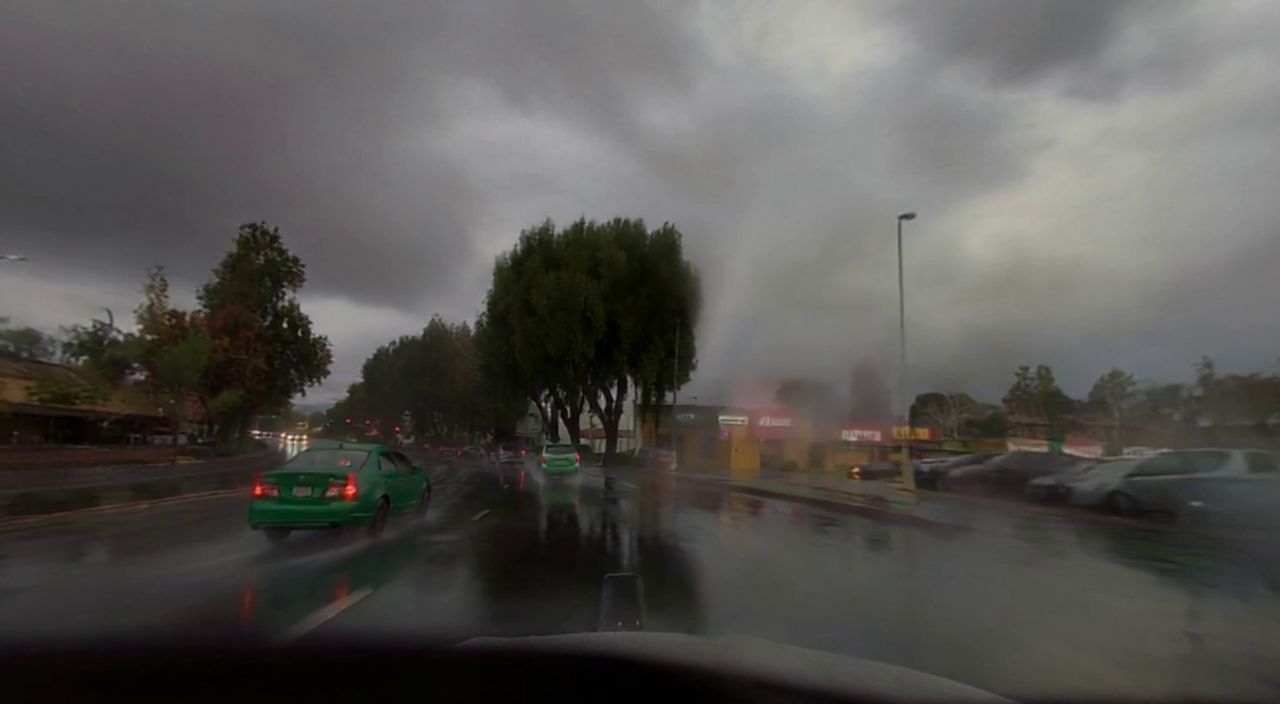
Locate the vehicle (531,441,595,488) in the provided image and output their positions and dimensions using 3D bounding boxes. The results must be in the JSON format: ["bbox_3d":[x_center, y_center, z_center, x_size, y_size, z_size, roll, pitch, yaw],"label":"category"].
[{"bbox_3d":[-2.868,3.961,22.555,2.001,1.483,4.442,2,-9,-10],"label":"vehicle"}]

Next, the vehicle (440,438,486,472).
[{"bbox_3d":[-8.928,5.166,31.822,2.042,1.593,3.956,2,-9,-16],"label":"vehicle"}]

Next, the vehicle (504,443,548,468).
[{"bbox_3d":[-7.053,6.352,38.701,1.920,1.416,4.310,3,-9,-20],"label":"vehicle"}]

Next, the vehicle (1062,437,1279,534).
[{"bbox_3d":[10.813,2.444,12.262,1.919,1.489,4.889,0,-8,2],"label":"vehicle"}]

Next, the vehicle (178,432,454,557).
[{"bbox_3d":[-4.620,2.080,10.064,2.105,1.477,4.857,1,-8,-4],"label":"vehicle"}]

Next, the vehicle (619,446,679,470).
[{"bbox_3d":[0.654,8.154,48.758,2.095,1.697,4.801,6,-11,-37],"label":"vehicle"}]

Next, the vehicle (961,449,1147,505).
[{"bbox_3d":[13.106,3.955,20.144,4.442,1.646,2.106,0,-8,-1],"label":"vehicle"}]
